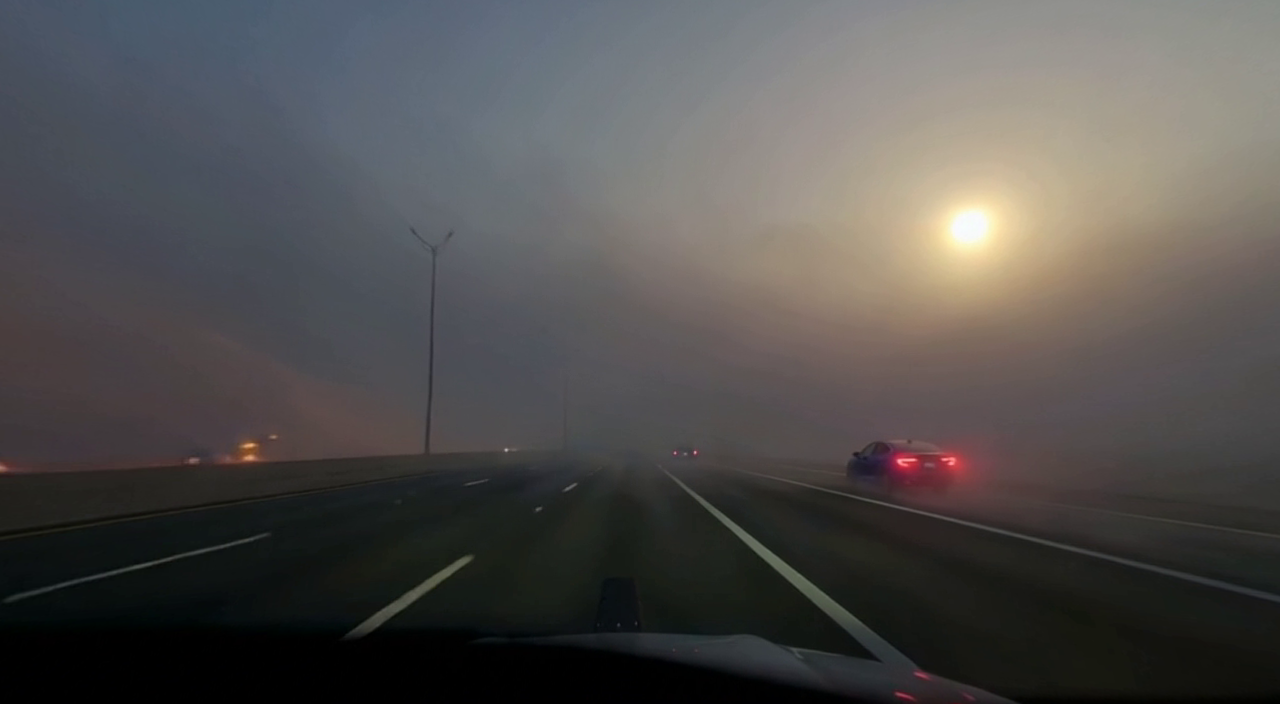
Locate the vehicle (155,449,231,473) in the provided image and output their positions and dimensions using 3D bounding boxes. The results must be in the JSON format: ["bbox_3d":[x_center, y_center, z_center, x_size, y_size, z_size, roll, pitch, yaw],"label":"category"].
[{"bbox_3d":[-32.837,8.003,46.639,2.016,1.576,4.982,0,-8,0],"label":"vehicle"}]

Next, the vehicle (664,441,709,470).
[{"bbox_3d":[2.660,6.036,37.113,2.270,1.615,3.770,0,-8,-1],"label":"vehicle"}]

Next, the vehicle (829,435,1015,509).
[{"bbox_3d":[6.642,2.879,15.721,2.227,1.522,5.041,0,-8,-1],"label":"vehicle"}]
